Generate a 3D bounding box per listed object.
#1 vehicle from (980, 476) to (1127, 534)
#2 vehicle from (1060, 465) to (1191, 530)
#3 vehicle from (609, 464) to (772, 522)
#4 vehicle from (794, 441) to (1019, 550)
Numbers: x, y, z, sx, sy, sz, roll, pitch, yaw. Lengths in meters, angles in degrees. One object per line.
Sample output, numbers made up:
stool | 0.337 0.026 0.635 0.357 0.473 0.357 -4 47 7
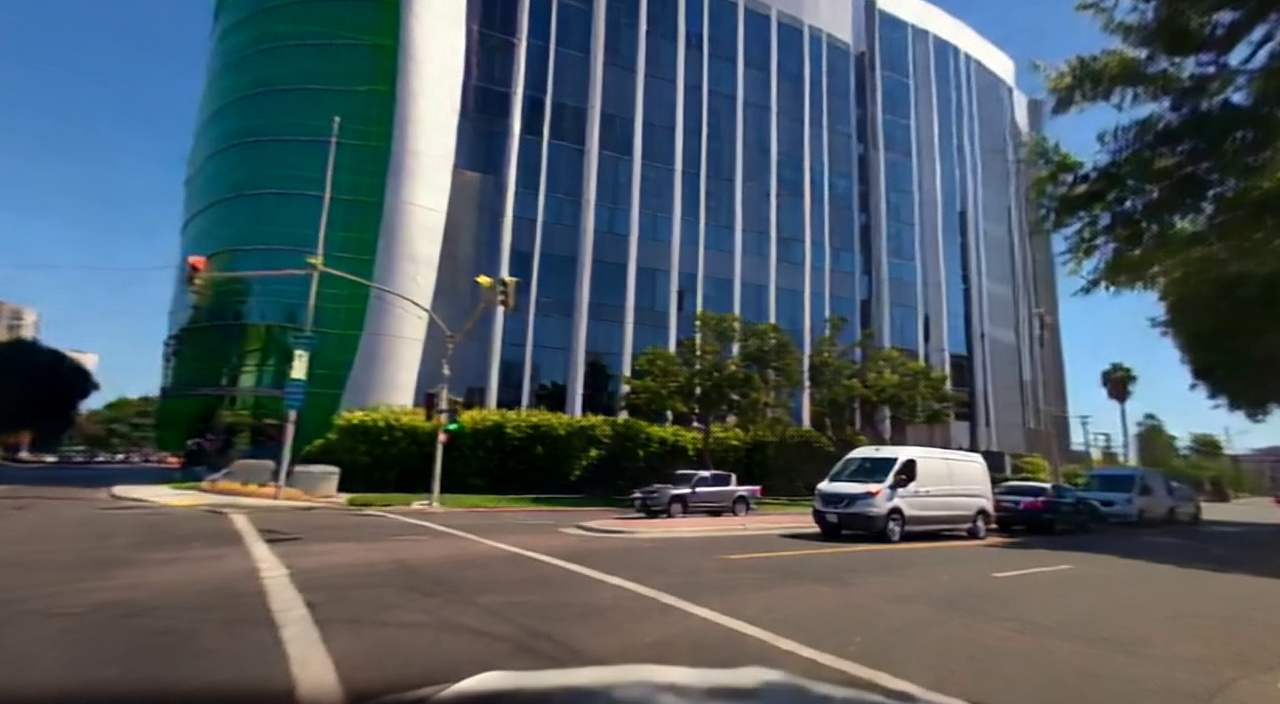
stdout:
vehicle | 12.313 4.452 18.693 4.632 1.495 1.853 7 -14 -34
vehicle | 17.380 5.091 22.508 4.884 2.024 2.148 8 -13 -35
vehicle | 1.511 3.988 18.169 4.470 1.472 1.868 8 -13 -34
vehicle | 6.108 3.160 14.229 5.252 2.013 2.104 8 -14 -35
